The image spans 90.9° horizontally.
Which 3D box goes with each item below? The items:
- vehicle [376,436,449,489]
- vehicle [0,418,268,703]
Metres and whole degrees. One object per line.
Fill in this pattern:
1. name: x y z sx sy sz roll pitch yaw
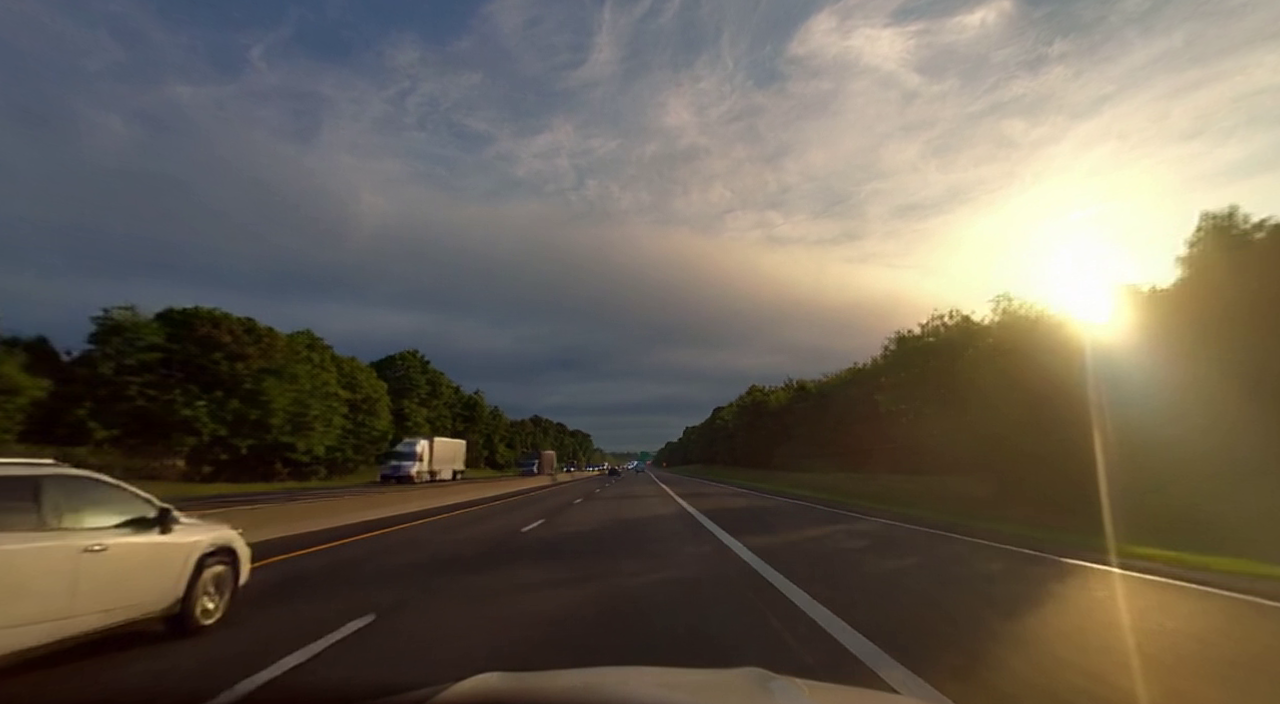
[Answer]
1. vehicle: -17.291 8.485 48.379 3.012 3.730 6.328 0 -10 0
2. vehicle: -3.942 0.994 2.598 2.043 1.486 4.442 1 -10 0
